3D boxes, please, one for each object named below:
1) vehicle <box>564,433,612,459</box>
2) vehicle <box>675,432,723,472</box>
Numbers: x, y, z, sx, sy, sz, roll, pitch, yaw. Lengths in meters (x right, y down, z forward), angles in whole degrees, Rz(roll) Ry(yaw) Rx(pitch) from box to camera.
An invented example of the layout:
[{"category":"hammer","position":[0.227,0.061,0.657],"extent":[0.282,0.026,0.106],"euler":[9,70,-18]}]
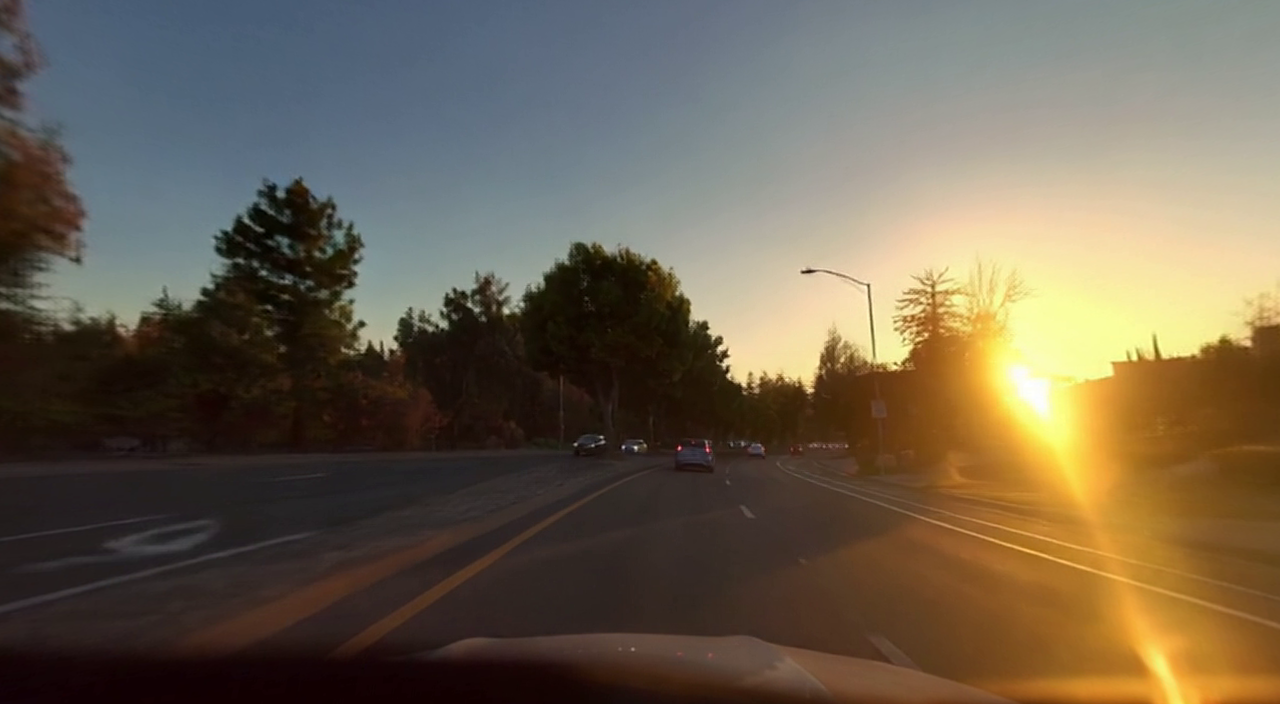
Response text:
[{"category":"vehicle","position":[-3.905,7.196,47.947],"extent":[2.331,1.838,4.865],"euler":[-2,-9,12]},{"category":"vehicle","position":[3.215,5.311,33.517],"extent":[2.072,2.002,4.391],"euler":[-2,-9,11]}]
